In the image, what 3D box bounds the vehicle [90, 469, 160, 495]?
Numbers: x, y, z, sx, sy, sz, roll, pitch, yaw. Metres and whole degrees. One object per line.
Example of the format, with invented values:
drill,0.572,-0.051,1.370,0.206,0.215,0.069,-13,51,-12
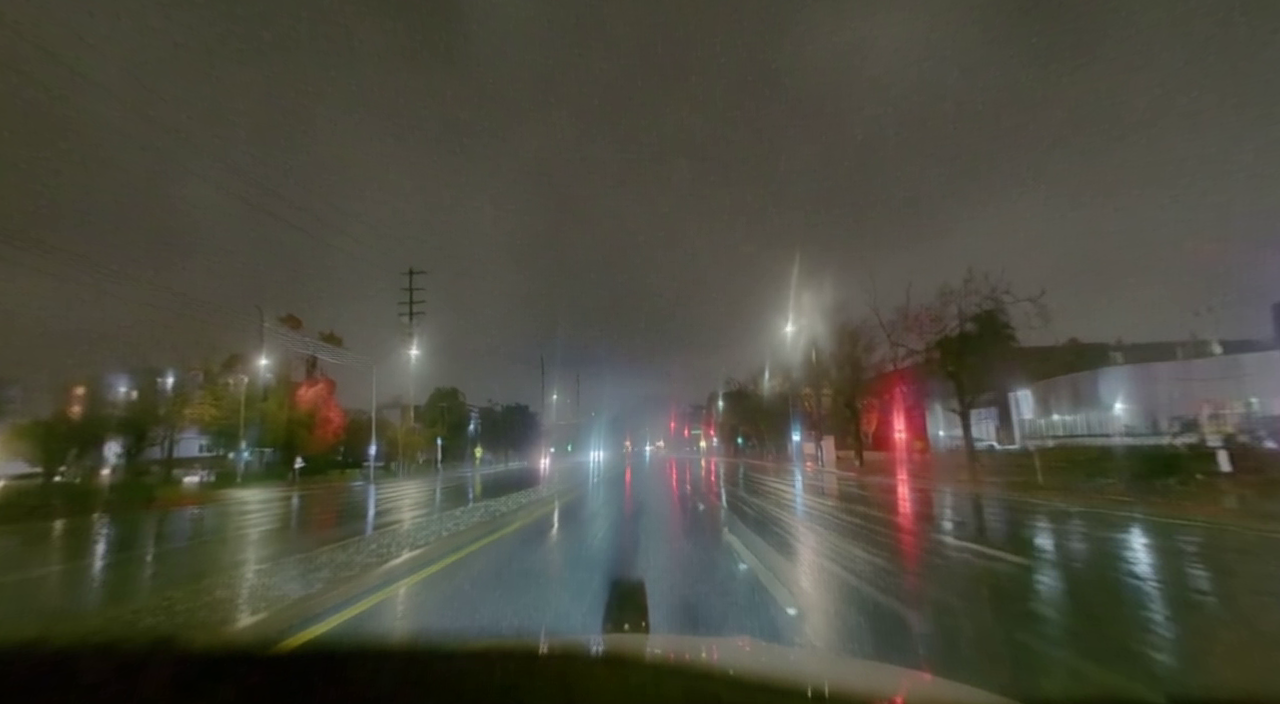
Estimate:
vehicle,-36.837,9.309,45.222,1.736,1.540,3.854,0,-8,0
